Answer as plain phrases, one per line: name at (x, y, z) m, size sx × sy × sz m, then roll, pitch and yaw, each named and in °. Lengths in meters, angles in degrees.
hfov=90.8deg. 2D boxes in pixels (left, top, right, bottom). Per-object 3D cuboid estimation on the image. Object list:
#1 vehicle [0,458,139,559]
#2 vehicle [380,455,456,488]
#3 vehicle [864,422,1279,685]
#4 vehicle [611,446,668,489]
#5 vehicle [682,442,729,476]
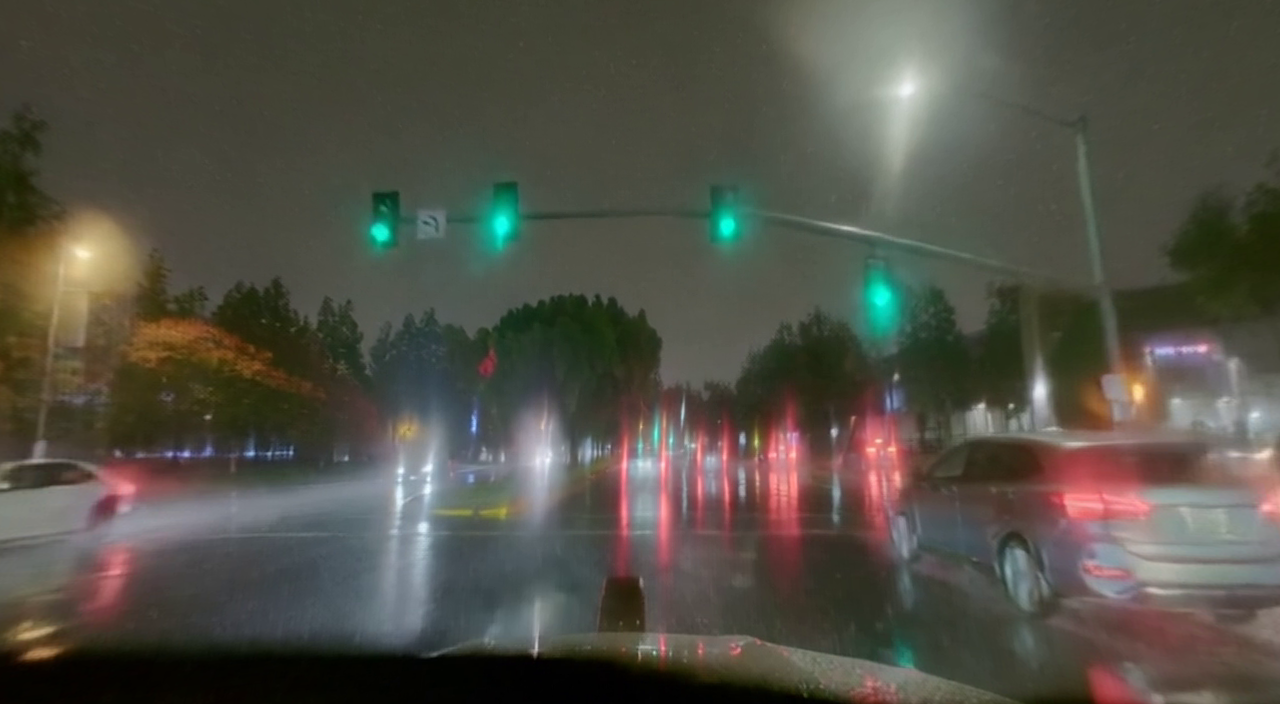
vehicle at (-10.900, 2.535, 10.284) m, size 1.808 × 1.512 × 4.447 m, roll 0°, pitch -8°, yaw 0°
vehicle at (-10.913, 5.873, 31.390) m, size 2.043 × 1.456 × 4.627 m, roll 0°, pitch -8°, yaw 1°
vehicle at (3.922, 1.473, 5.861) m, size 2.049 × 1.473 × 4.425 m, roll 0°, pitch -8°, yaw 0°
vehicle at (-0.004, 4.408, 24.502) m, size 2.034 × 1.500 × 3.966 m, roll 0°, pitch -8°, yaw 0°
vehicle at (3.592, 5.969, 35.585) m, size 2.107 × 1.773 × 4.557 m, roll 0°, pitch -8°, yaw -1°
